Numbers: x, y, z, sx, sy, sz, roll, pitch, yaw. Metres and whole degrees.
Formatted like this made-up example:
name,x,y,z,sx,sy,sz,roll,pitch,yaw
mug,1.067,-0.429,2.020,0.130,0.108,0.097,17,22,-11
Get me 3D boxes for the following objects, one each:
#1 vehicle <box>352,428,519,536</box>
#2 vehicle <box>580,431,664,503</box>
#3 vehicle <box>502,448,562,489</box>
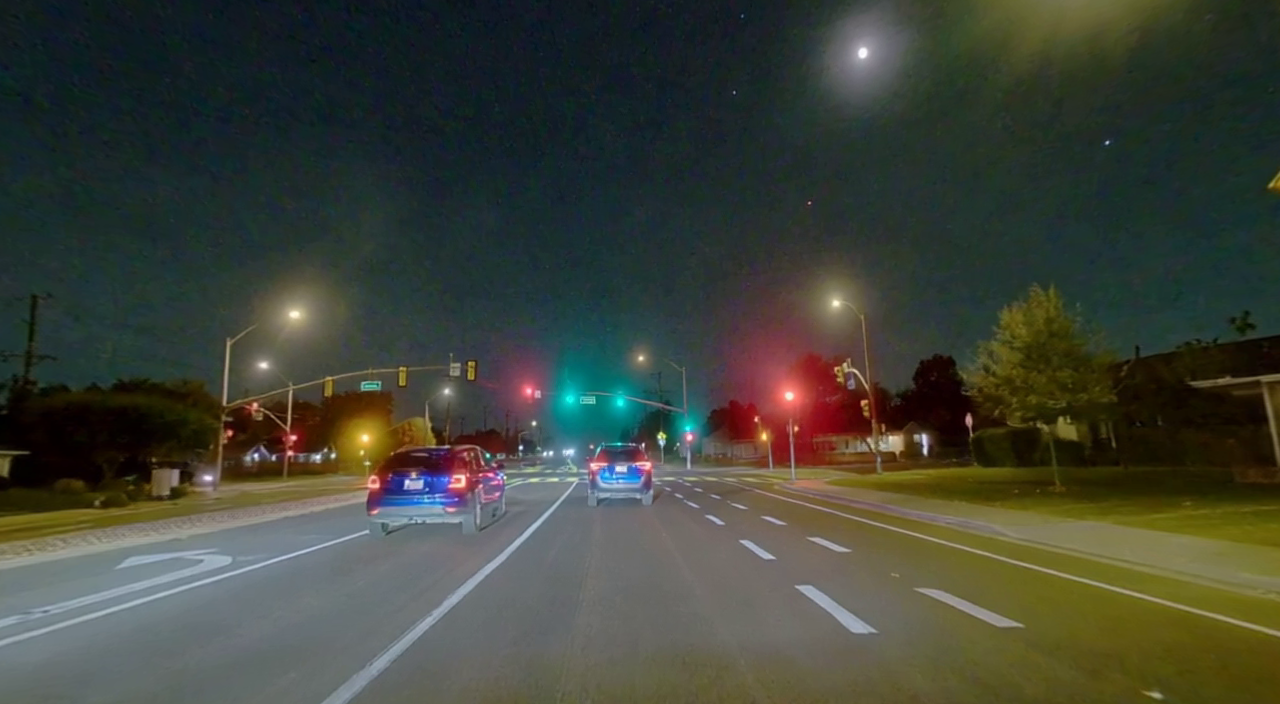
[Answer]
name,x,y,z,sx,sy,sz,roll,pitch,yaw
vehicle,-3.622,2.369,12.095,1.899,1.685,4.121,0,-9,-2
vehicle,-0.541,3.281,18.444,2.155,1.836,4.250,0,-9,-2
vehicle,-4.172,4.563,25.099,1.863,1.449,4.153,0,-9,-3
